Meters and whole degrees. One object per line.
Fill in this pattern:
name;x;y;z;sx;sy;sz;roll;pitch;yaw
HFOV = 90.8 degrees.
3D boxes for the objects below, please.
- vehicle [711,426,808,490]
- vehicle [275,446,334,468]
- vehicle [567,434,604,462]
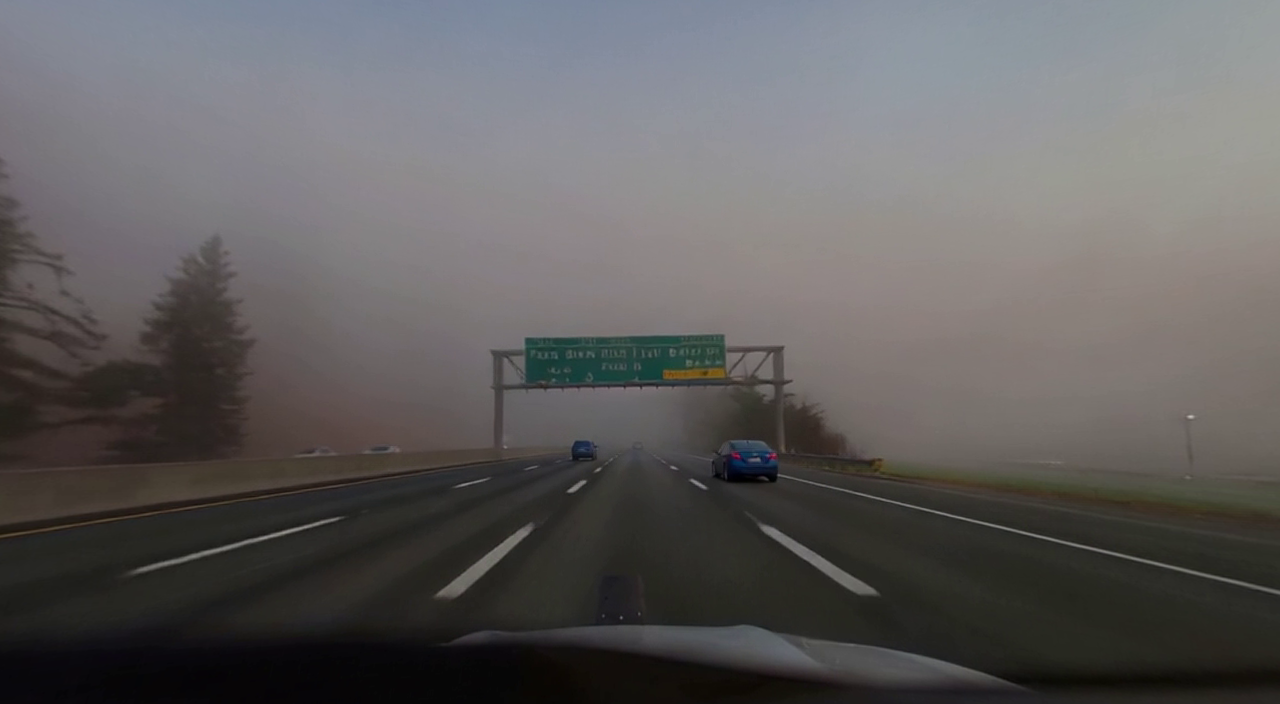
vehicle;3.483;3.185;19.261;2.053;1.714;4.097;0;-9;-2
vehicle;-24.888;7.798;47.114;1.862;1.483;4.697;0;-9;-1
vehicle;-3.757;6.726;44.214;2.173;1.793;4.564;0;-9;0
